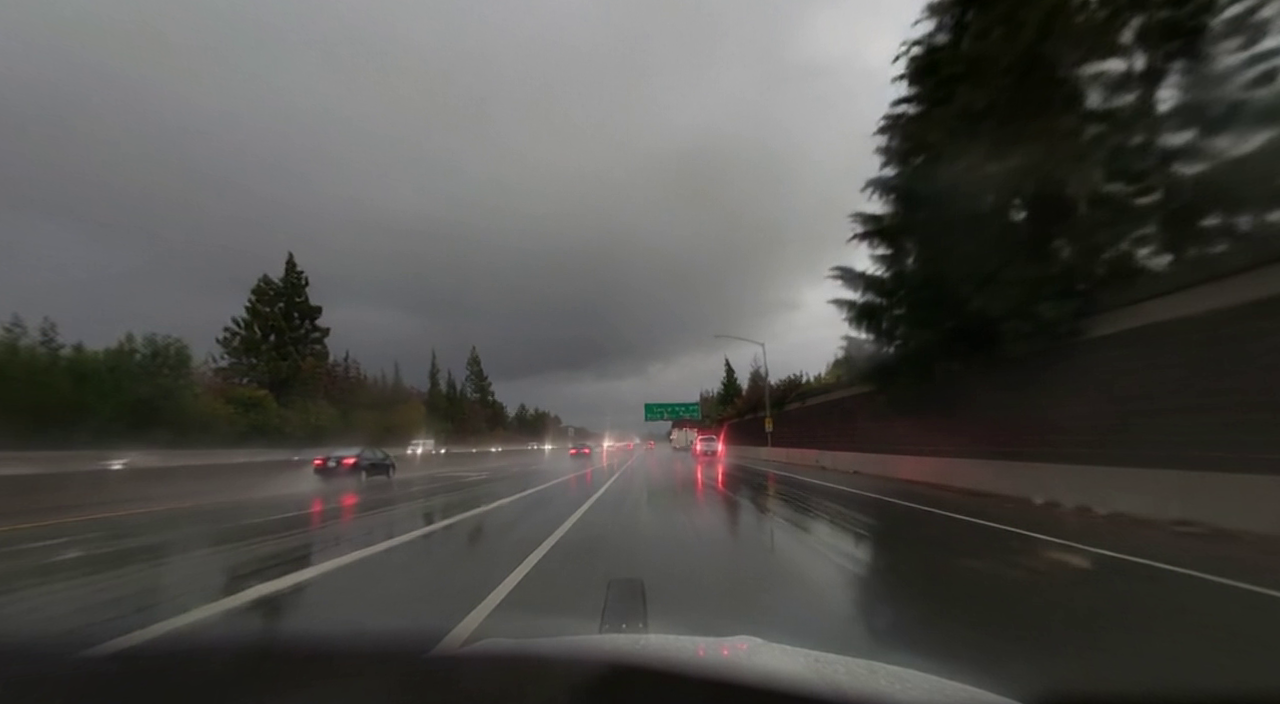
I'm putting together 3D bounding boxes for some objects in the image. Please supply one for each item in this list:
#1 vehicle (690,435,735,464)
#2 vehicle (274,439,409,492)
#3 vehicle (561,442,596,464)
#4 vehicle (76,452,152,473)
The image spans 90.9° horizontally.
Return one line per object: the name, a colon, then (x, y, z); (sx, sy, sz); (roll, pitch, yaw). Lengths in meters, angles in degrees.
vehicle: (5.100, 6.985, 45.341); (2.355, 1.930, 6.633); (0, -8, -1)
vehicle: (-9.258, 3.531, 20.052); (1.899, 1.465, 4.589); (0, -8, 2)
vehicle: (-4.391, 7.299, 45.806); (1.981, 1.473, 4.317); (0, -8, 2)
vehicle: (-40.626, 8.518, 48.884); (1.774, 1.472, 4.700); (0, -8, 1)
